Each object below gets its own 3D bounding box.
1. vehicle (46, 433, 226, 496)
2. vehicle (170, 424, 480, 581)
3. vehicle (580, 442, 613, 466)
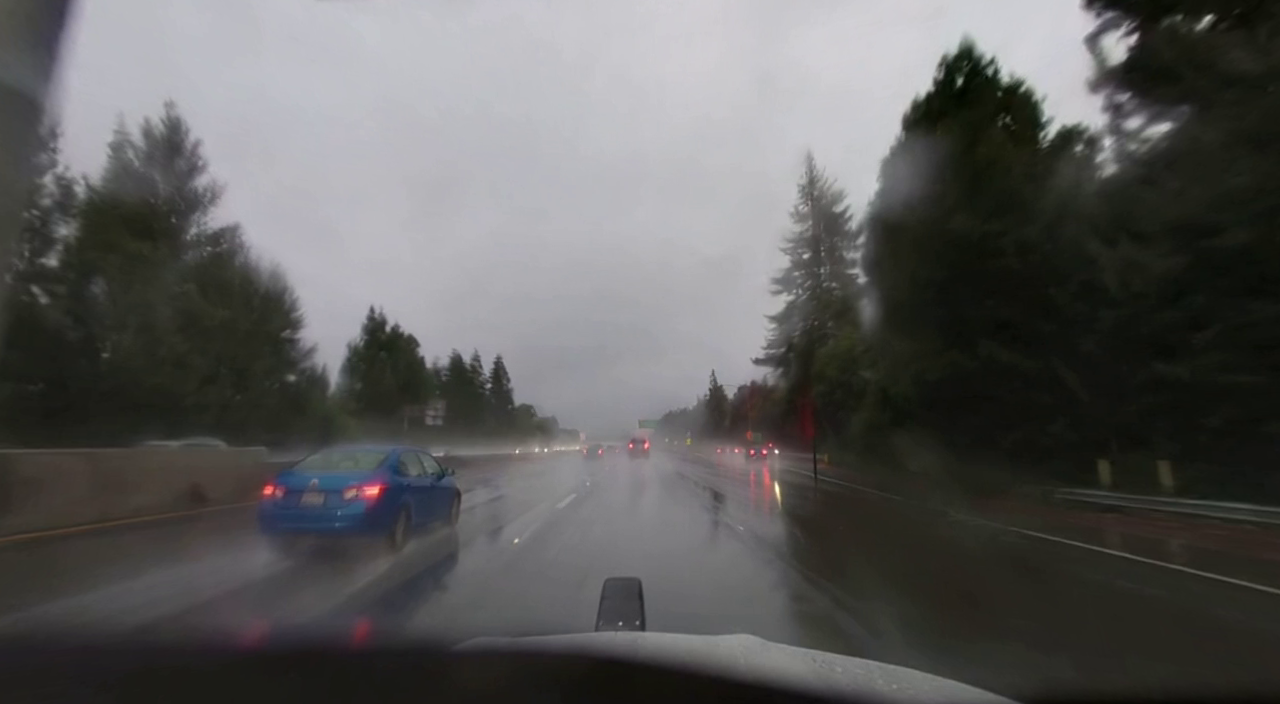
[{"bbox_3d":[-17.563,3.931,22.470,2.058,1.967,5.183,0,-9,0],"label":"vehicle"},{"bbox_3d":[-3.699,1.832,8.478,2.020,1.554,4.137,0,-9,0],"label":"vehicle"},{"bbox_3d":[-3.241,7.780,48.194,2.206,1.683,4.300,0,-9,0],"label":"vehicle"}]
